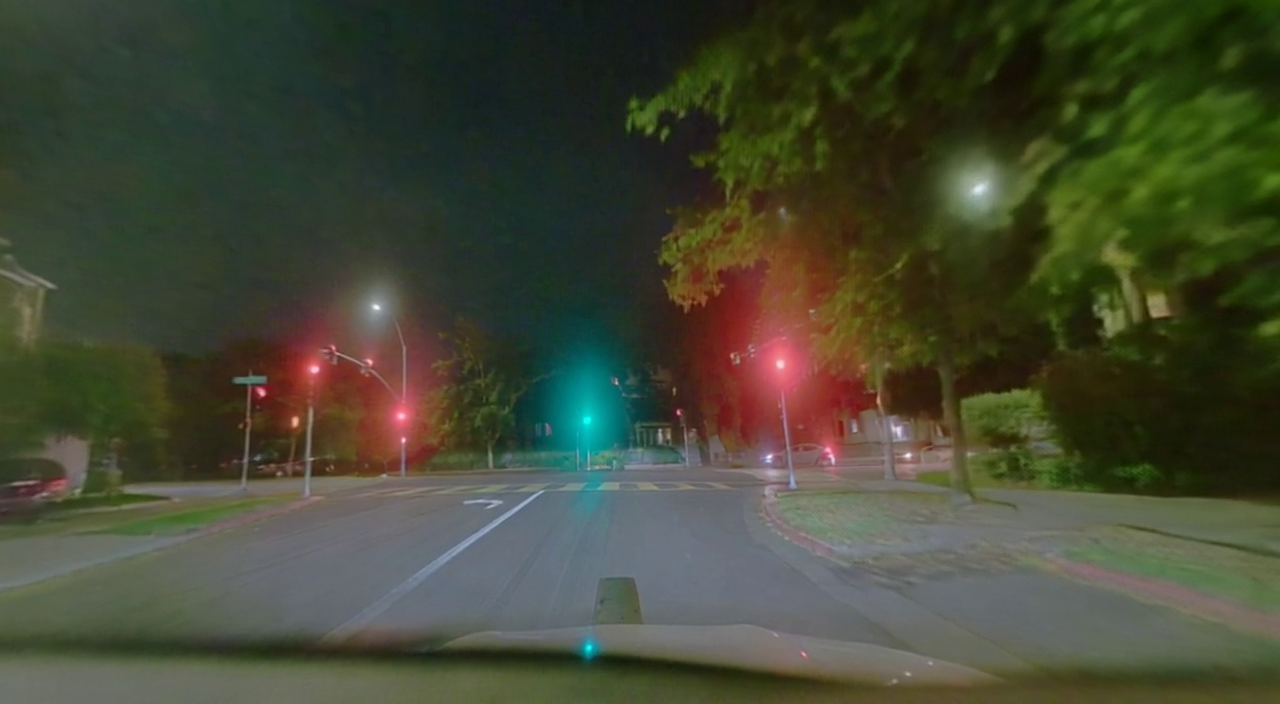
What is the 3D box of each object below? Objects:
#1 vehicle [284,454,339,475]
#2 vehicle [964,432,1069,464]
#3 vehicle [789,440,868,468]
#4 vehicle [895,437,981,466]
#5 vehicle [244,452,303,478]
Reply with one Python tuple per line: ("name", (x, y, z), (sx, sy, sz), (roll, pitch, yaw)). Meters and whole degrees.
("vehicle", (-25.303, 8.684, 48.872), (1.817, 1.488, 4.631), (0, -8, -1))
("vehicle", (21.020, 5.371, 35.401), (4.510, 1.673, 2.030), (0, -8, -2))
("vehicle", (10.538, 5.732, 35.492), (3.815, 1.504, 1.790), (0, -8, 0))
("vehicle", (18.356, 6.156, 39.101), (4.326, 1.672, 1.903), (0, -8, 0))
("vehicle", (-28.208, 8.684, 48.734), (1.967, 1.779, 4.159), (0, -8, 1))
